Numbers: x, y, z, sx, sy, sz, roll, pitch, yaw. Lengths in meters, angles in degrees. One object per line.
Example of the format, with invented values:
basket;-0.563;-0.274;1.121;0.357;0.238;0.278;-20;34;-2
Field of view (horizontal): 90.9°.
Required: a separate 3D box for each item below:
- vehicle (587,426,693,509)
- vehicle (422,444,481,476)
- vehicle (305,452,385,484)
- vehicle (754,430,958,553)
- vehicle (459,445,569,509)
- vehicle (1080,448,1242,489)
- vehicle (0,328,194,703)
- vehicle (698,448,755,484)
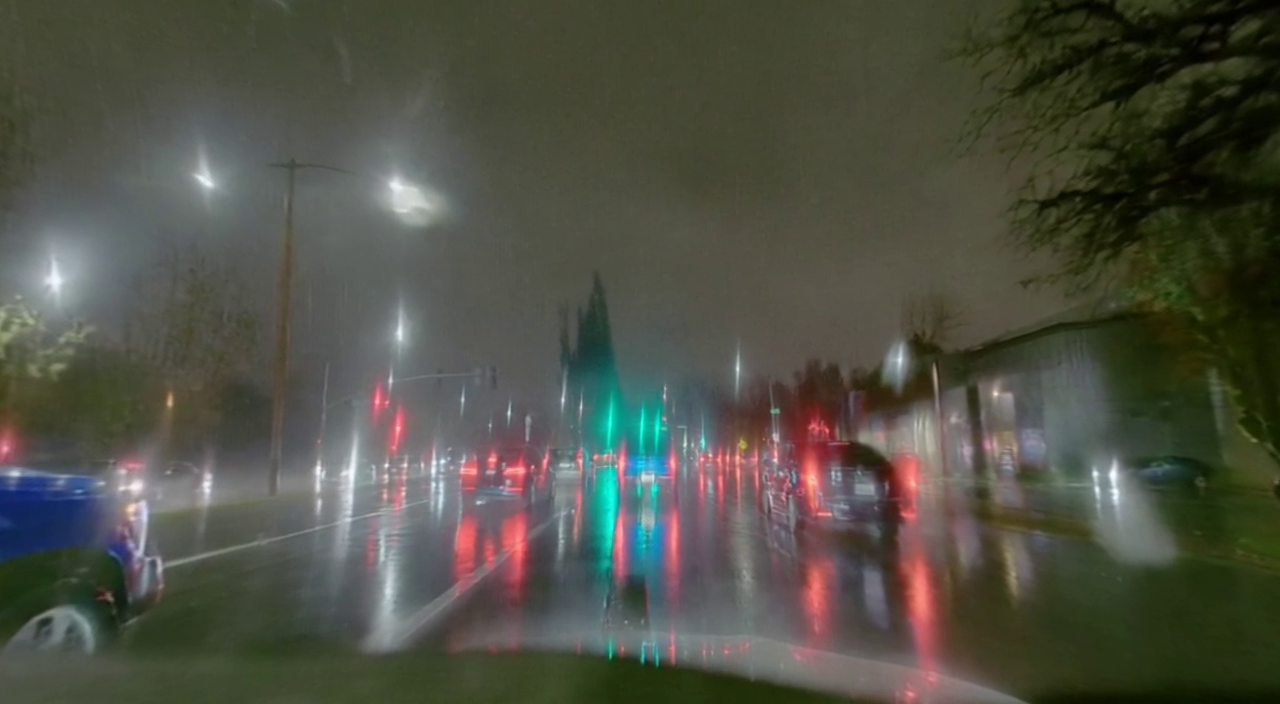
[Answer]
vehicle;-0.001;3.092;17.377;2.493;1.934;4.957;0;-8;0
vehicle;-11.690;6.721;39.495;2.150;1.838;4.981;0;-8;0
vehicle;-15.298;6.013;33.017;1.932;1.449;4.545;0;-8;1
vehicle;3.290;2.194;10.641;1.955;1.628;4.152;0;-8;0
vehicle;-3.207;3.255;16.998;1.986;1.465;4.509;0;-8;1
vehicle;22.228;4.952;27.191;2.003;1.515;4.939;3;-9;-21
vehicle;-3.535;0.597;1.144;1.994;1.759;4.709;0;-8;0
vehicle;3.853;5.141;28.841;1.968;1.472;4.456;0;-8;0
